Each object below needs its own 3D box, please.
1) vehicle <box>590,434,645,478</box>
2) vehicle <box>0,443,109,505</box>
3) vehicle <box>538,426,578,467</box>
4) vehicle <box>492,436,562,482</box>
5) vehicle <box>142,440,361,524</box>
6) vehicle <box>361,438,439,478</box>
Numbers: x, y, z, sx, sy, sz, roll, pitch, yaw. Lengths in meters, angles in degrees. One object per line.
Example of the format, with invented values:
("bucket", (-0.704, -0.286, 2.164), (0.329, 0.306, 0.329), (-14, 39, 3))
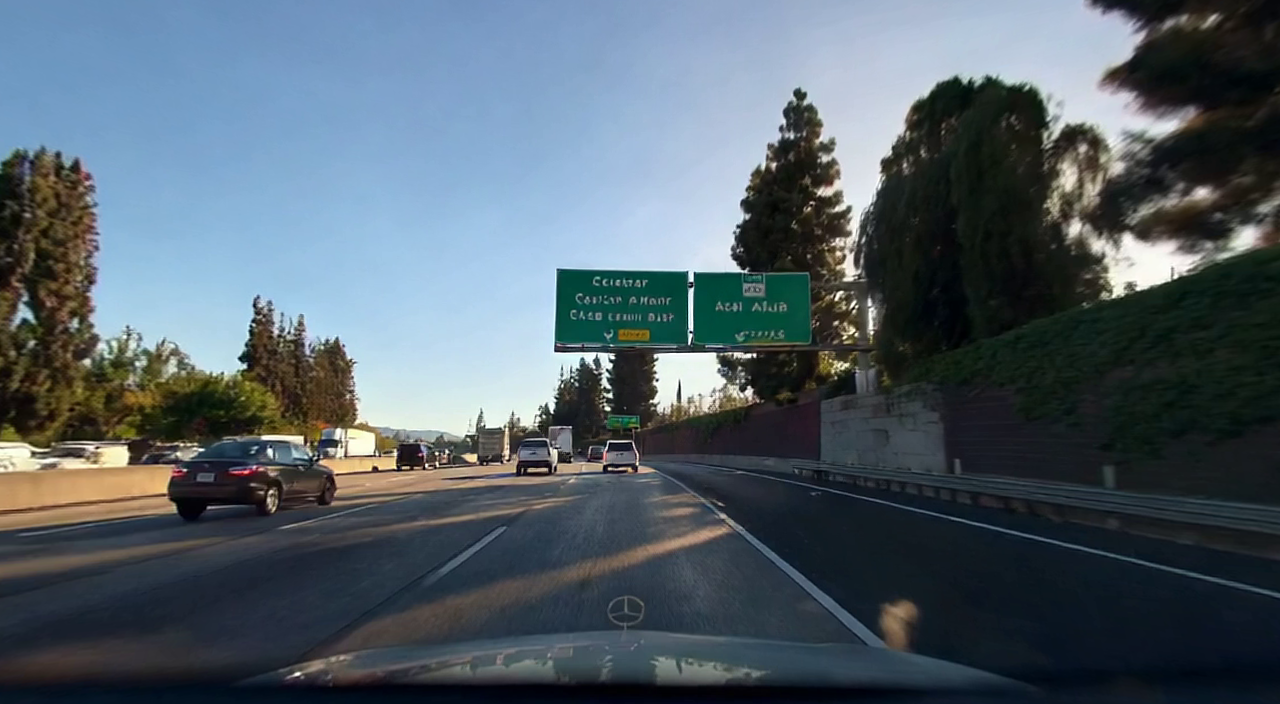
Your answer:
("vehicle", (-0.913, 4.230, 25.893), (2.092, 1.671, 3.772), (0, -8, -2))
("vehicle", (-16.396, 3.075, 16.133), (1.849, 1.473, 4.487), (0, -8, -3))
("vehicle", (-5.587, 6.527, 43.765), (2.279, 2.672, 5.256), (0, -8, -2))
("vehicle", (-4.311, 4.152, 24.736), (2.005, 1.631, 4.295), (0, -8, -1))
("vehicle", (-7.908, 2.644, 13.480), (1.896, 1.465, 4.399), (0, -8, -1))
("vehicle", (-11.854, 5.257, 31.581), (2.079, 1.807, 5.187), (0, -8, -2))
